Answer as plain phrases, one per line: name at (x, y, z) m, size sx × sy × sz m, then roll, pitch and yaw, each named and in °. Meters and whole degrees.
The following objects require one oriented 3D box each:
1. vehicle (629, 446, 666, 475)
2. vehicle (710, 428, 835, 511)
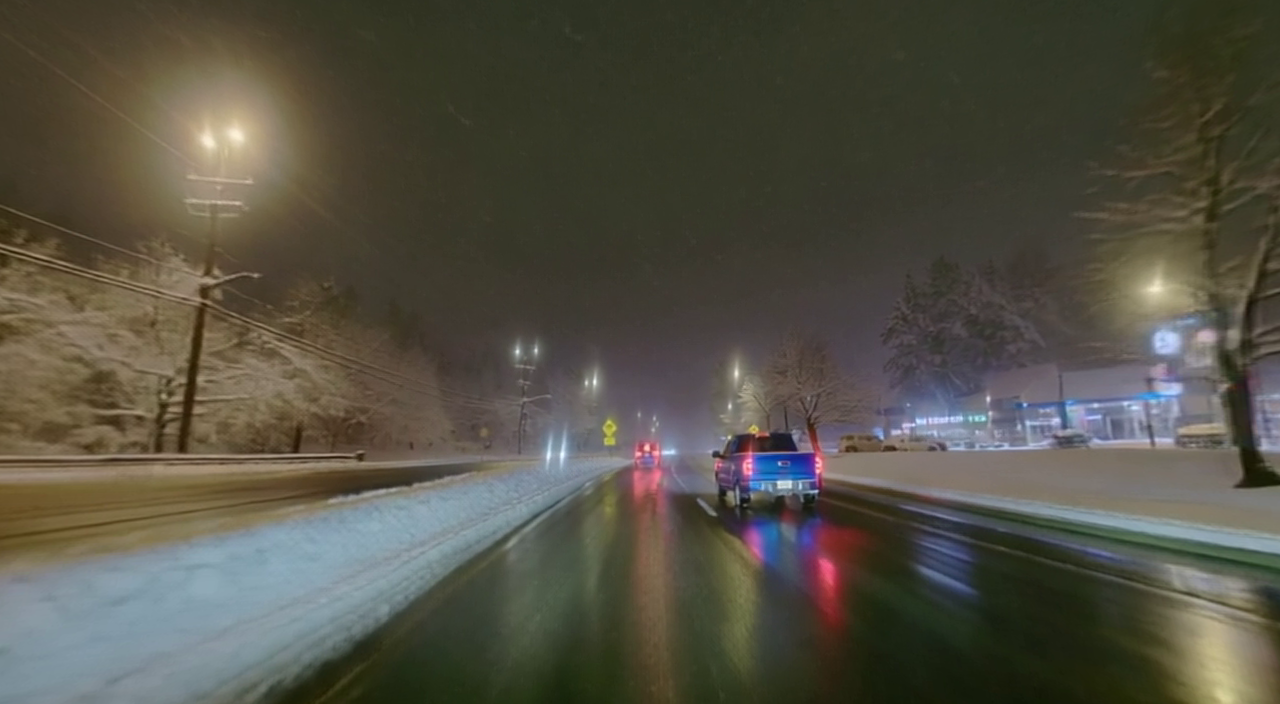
vehicle at (0.461, 6.218, 36.307) m, size 1.968 × 1.521 × 4.262 m, roll 0°, pitch -9°, yaw 1°
vehicle at (3.478, 3.230, 17.869) m, size 2.367 × 1.919 × 5.651 m, roll 0°, pitch -9°, yaw 1°
